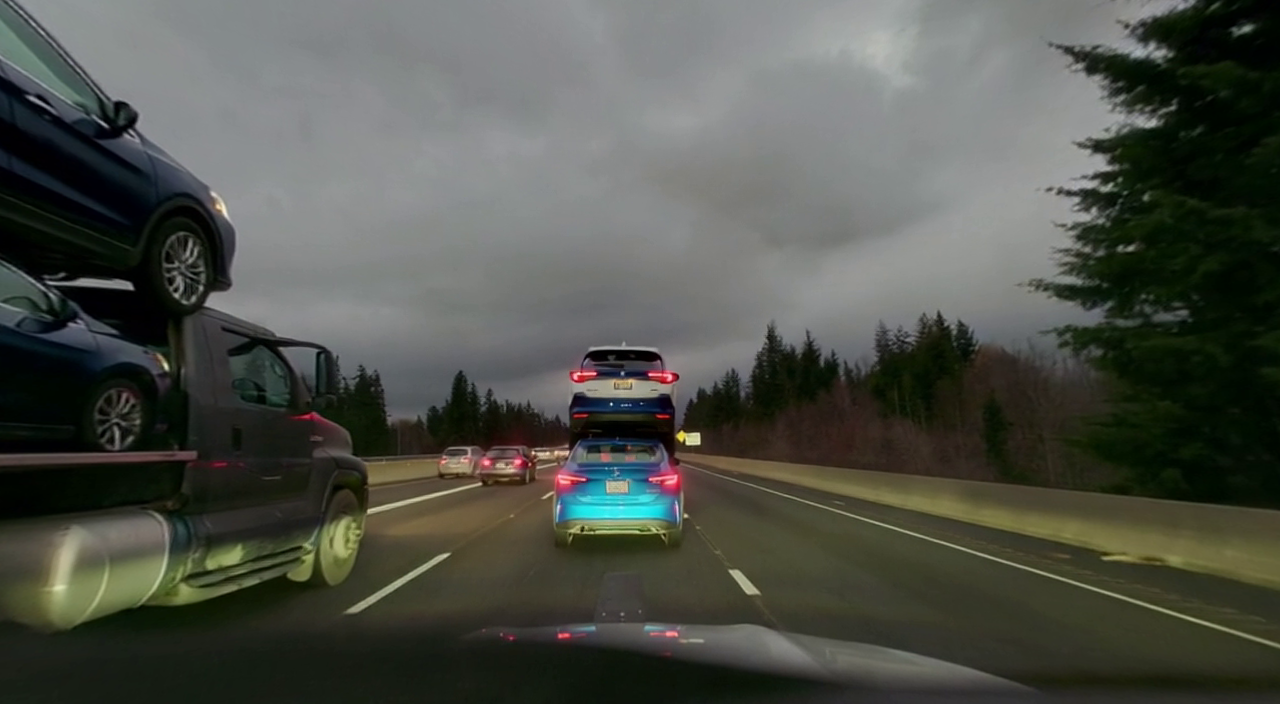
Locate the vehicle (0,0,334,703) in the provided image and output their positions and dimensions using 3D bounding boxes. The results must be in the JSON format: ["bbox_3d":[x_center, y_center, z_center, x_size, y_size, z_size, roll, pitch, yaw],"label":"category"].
[{"bbox_3d":[-4.527,0.022,3.154,2.963,3.836,6.016,0,-9,-2],"label":"vehicle"}]

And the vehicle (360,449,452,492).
[{"bbox_3d":[-8.780,4.451,24.117,1.834,1.469,4.362,0,-9,0],"label":"vehicle"}]

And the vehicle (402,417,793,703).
[{"bbox_3d":[-0.262,1.363,4.998,1.991,1.507,3.391,0,-9,-2],"label":"vehicle"}]
